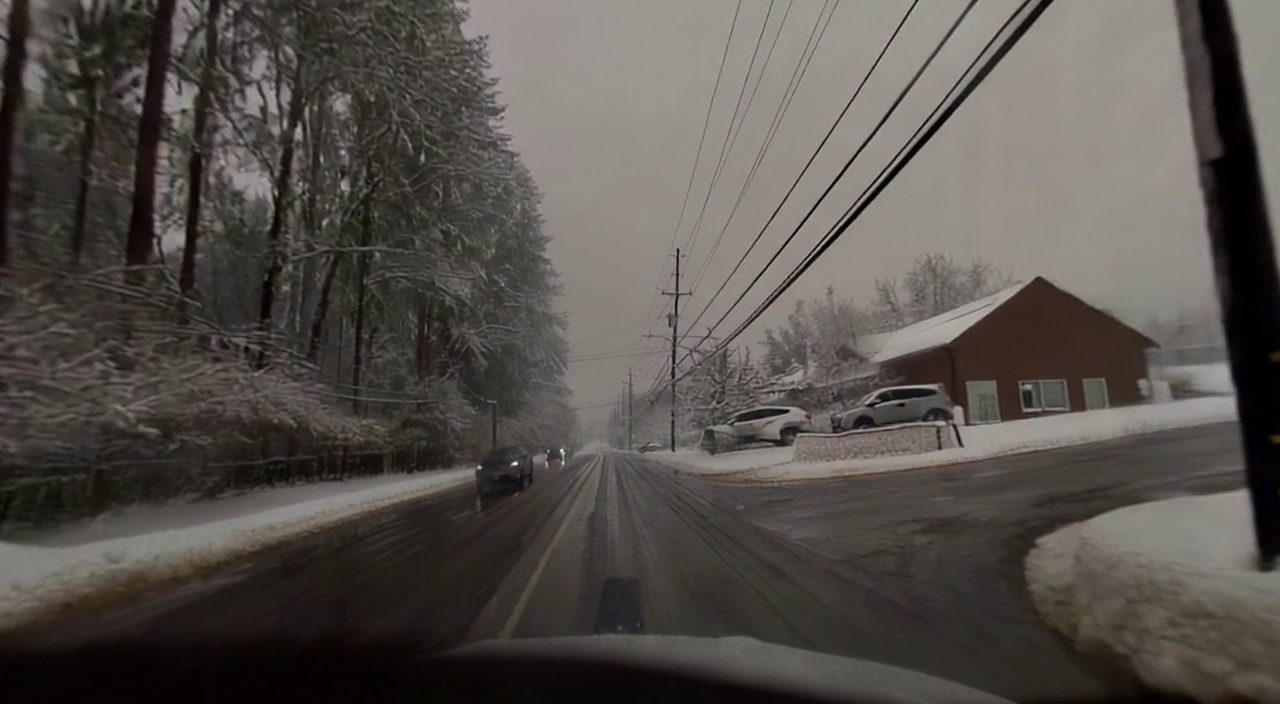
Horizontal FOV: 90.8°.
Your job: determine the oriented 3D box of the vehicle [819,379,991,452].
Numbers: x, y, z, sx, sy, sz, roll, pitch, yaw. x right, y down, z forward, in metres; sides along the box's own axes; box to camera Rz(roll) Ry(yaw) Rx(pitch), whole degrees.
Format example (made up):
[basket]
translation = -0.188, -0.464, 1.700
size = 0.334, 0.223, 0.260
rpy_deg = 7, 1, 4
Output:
[vehicle]
translation = 8.012, 1.986, 19.104
size = 4.780, 1.984, 1.896
rpy_deg = 3, -9, -23
